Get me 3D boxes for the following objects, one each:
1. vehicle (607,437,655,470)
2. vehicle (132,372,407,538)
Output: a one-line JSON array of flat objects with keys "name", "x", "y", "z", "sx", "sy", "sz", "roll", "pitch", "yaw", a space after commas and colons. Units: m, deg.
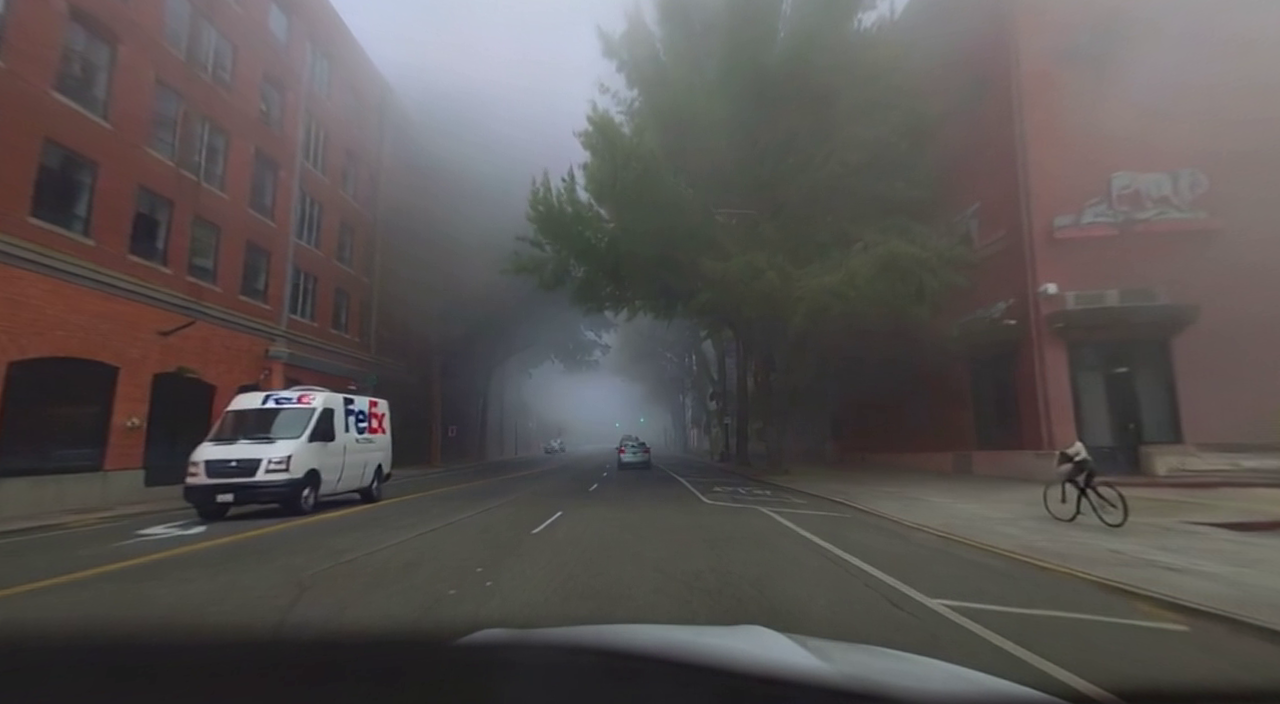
[{"name": "vehicle", "x": -0.568, "y": 5.377, "z": 33.645, "sx": 2.356, "sy": 1.572, "sz": 4.810, "roll": 0, "pitch": -8, "yaw": -4}, {"name": "vehicle", "x": -6.971, "y": 2.025, "z": 12.995, "sx": 2.418, "sy": 2.620, "sz": 5.522, "roll": -1, "pitch": -8, "yaw": -2}]
